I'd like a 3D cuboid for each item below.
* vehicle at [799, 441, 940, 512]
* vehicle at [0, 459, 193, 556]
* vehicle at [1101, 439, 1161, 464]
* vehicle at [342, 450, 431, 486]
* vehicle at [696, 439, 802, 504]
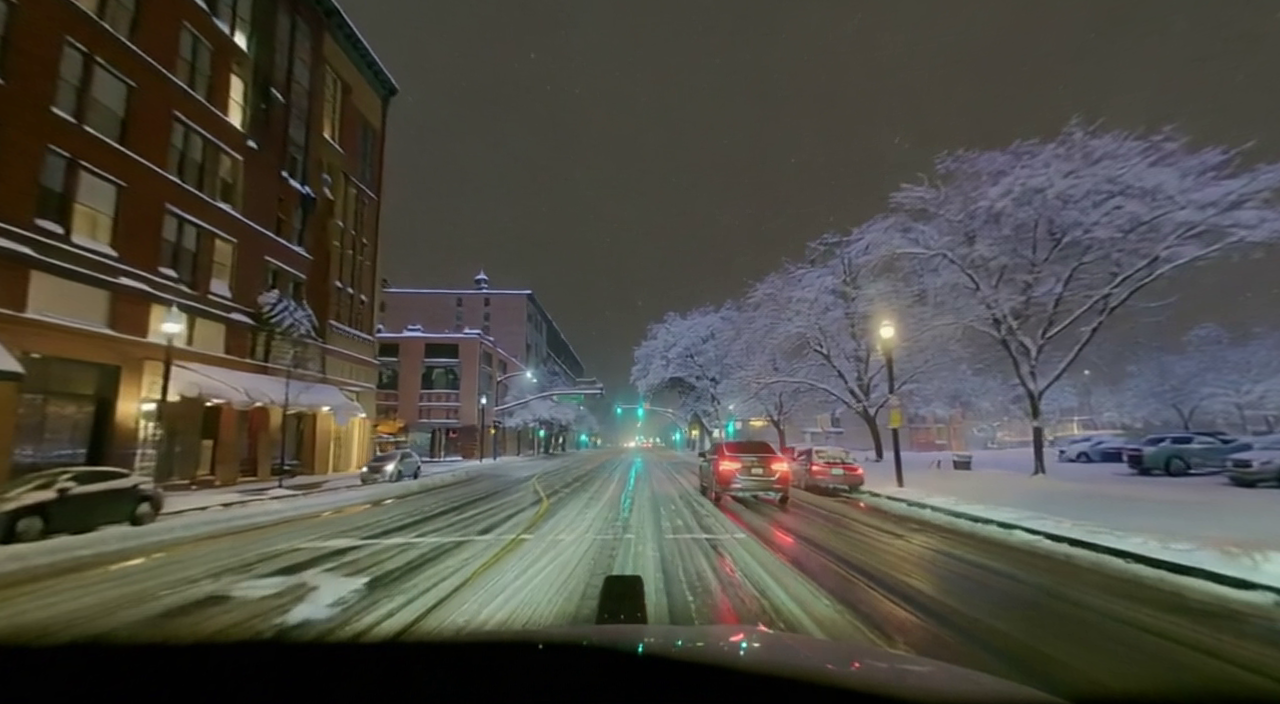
[{"bbox_3d":[5.912,3.230,16.872,2.003,1.626,4.480,0,-8,-1],"label":"vehicle"},{"bbox_3d":[-12.138,3.101,13.040,2.015,1.521,4.798,-1,-8,3],"label":"vehicle"},{"bbox_3d":[31.131,6.299,39.969,1.867,1.482,4.593,-4,-9,24],"label":"vehicle"},{"bbox_3d":[-11.964,5.567,30.059,1.944,1.575,4.895,-1,-11,3],"label":"vehicle"},{"bbox_3d":[2.800,3.186,17.258,2.080,1.524,4.348,0,-8,-1],"label":"vehicle"}]
